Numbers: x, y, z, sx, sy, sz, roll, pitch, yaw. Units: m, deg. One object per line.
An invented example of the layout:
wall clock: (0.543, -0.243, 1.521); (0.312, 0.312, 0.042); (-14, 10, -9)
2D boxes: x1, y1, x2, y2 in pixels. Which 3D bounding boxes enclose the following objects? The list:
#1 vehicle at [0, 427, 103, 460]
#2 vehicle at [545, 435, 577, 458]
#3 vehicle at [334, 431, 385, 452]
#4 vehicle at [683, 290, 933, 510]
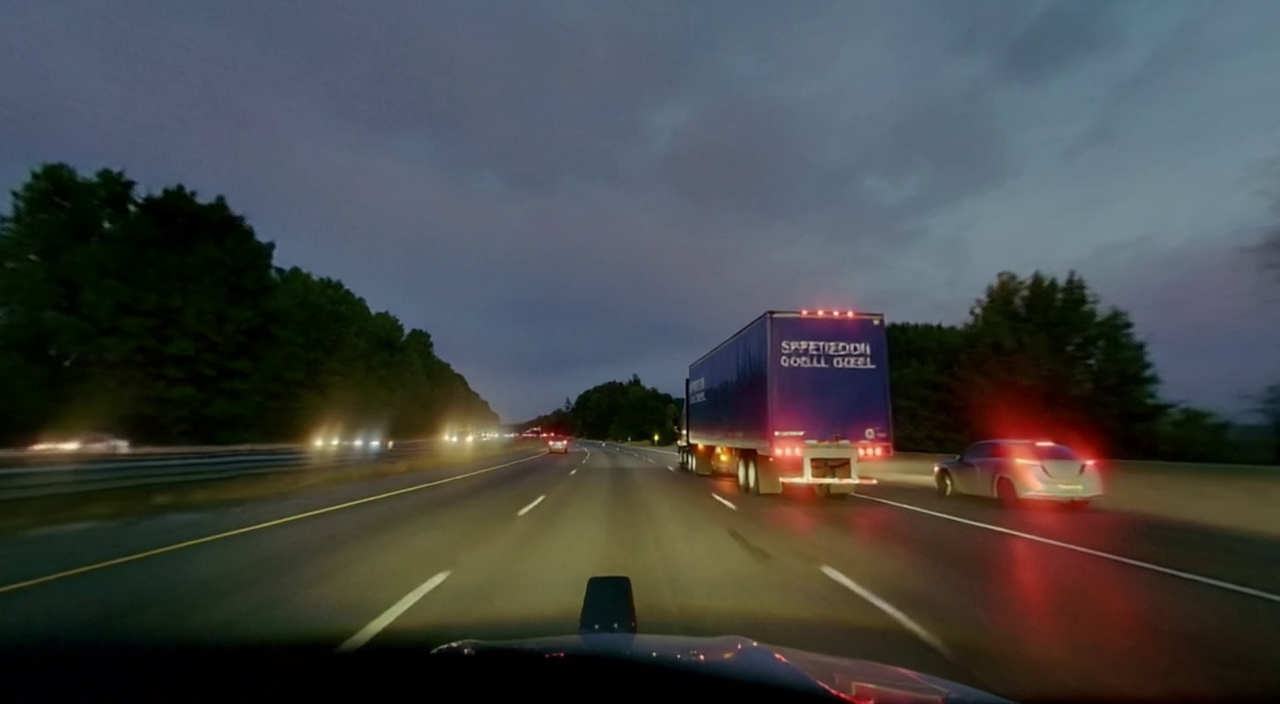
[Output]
vehicle: (-31.583, 4.800, 33.279); (1.918, 1.620, 4.789); (0, -8, 4)
vehicle: (-5.654, 6.792, 45.513); (2.030, 1.547, 3.862); (1, -8, -3)
vehicle: (-20.698, 6.643, 46.719); (1.824, 1.479, 4.672); (1, -8, -3)
vehicle: (3.564, 1.797, 18.753); (2.910, 4.051, 14.278); (0, -8, -3)
